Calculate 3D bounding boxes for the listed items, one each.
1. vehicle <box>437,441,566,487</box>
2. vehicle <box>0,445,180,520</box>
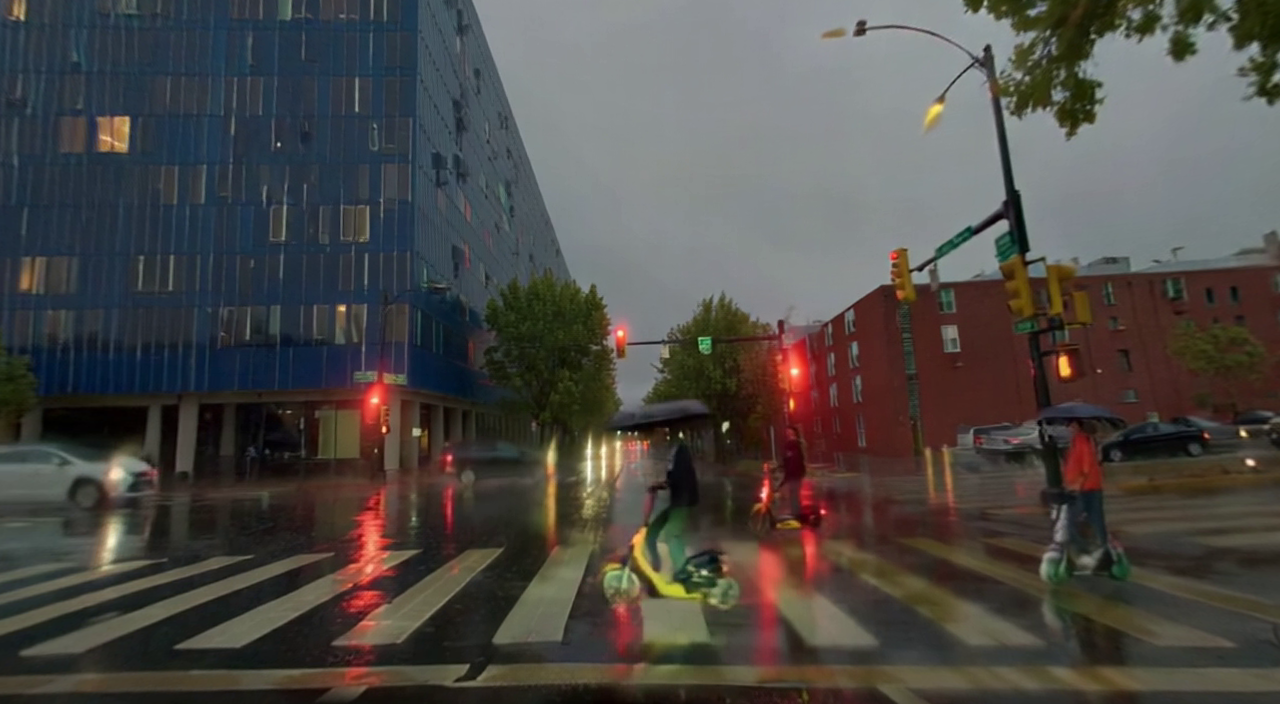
[{"bbox_3d":[-5.408,4.380,25.122,2.051,1.616,4.641,-8,-12,43],"label":"vehicle"},{"bbox_3d":[-14.900,3.241,15.952,4.802,1.724,2.122,0,-8,-2],"label":"vehicle"}]
